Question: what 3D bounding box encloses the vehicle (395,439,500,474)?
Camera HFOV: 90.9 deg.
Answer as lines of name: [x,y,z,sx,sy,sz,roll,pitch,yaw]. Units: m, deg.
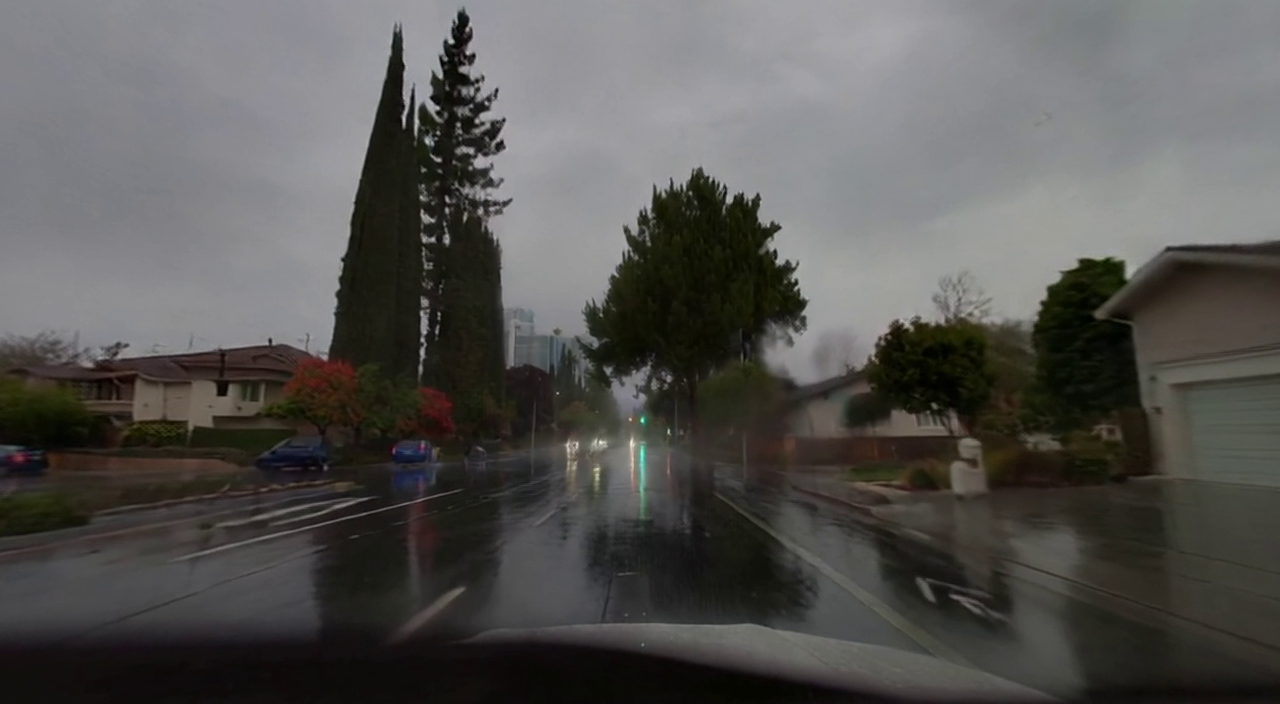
vehicle: [-10.156,5.487,33.381,4.788,1.666,2.170,6,-10,-36]
